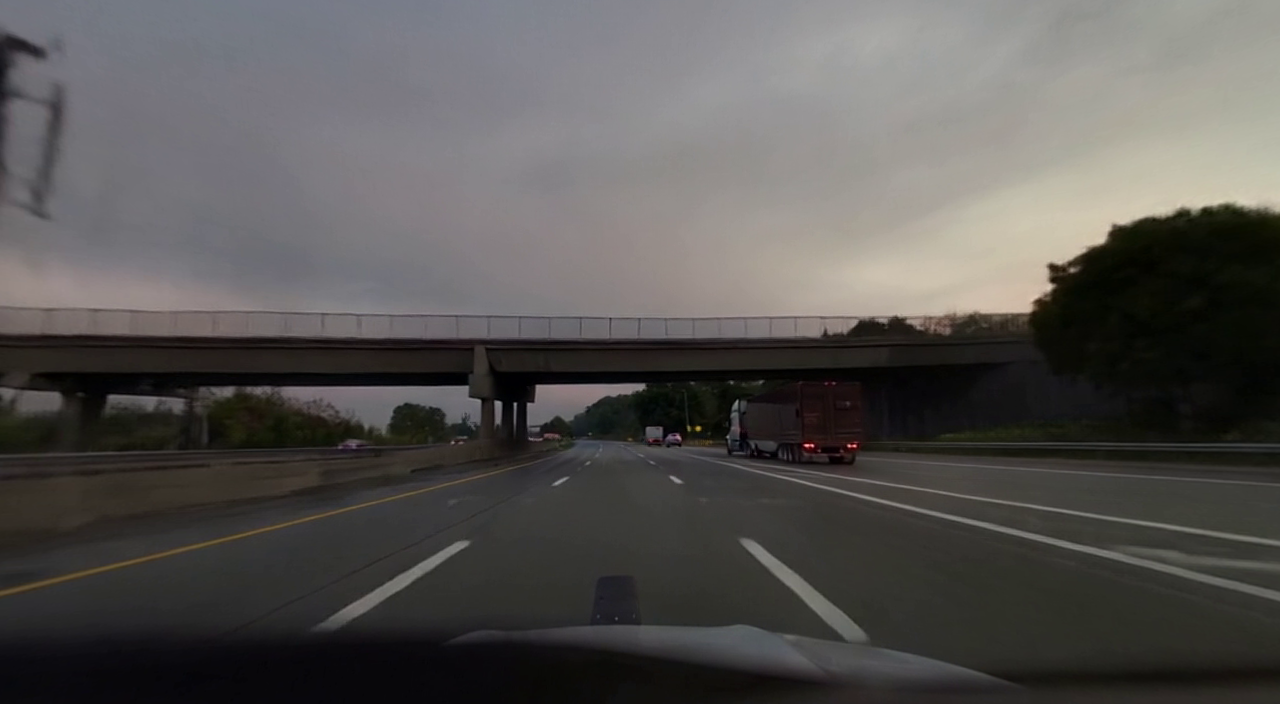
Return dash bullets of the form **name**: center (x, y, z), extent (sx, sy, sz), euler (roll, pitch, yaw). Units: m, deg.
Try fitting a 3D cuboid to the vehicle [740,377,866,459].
- **vehicle**: center (9.141, 4.198, 37.798), extent (2.855, 4.053, 13.328), euler (0, -8, -5)
